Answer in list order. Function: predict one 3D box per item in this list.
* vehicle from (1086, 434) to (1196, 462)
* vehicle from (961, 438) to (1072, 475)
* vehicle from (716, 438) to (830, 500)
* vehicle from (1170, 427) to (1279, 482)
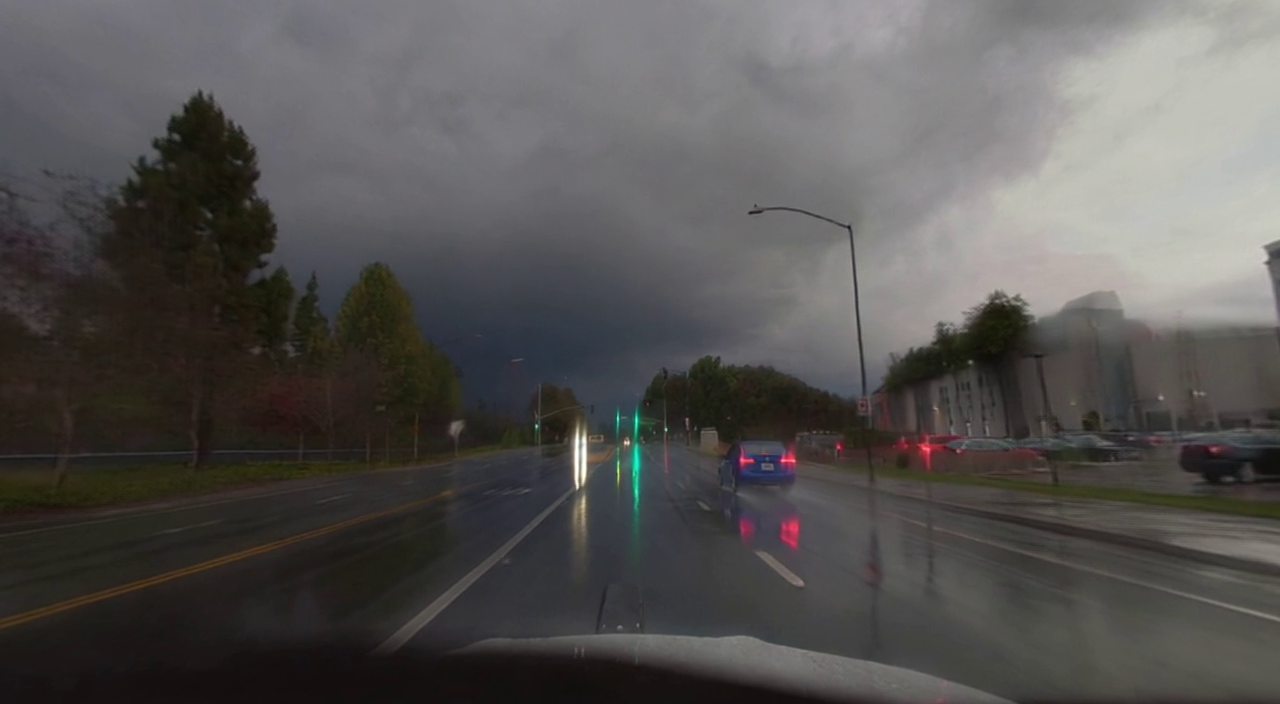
[{"bbox_3d":[32.662,6.295,41.304,5.237,1.724,2.398,1,-9,-4],"label":"vehicle"},{"bbox_3d":[19.436,5.451,32.765,4.418,1.418,1.873,-5,-14,-2],"label":"vehicle"},{"bbox_3d":[3.526,3.191,17.756,2.114,1.493,4.430,0,-8,-2],"label":"vehicle"},{"bbox_3d":[17.716,2.888,17.878,3.622,1.432,2.029,0,-8,-3],"label":"vehicle"}]
